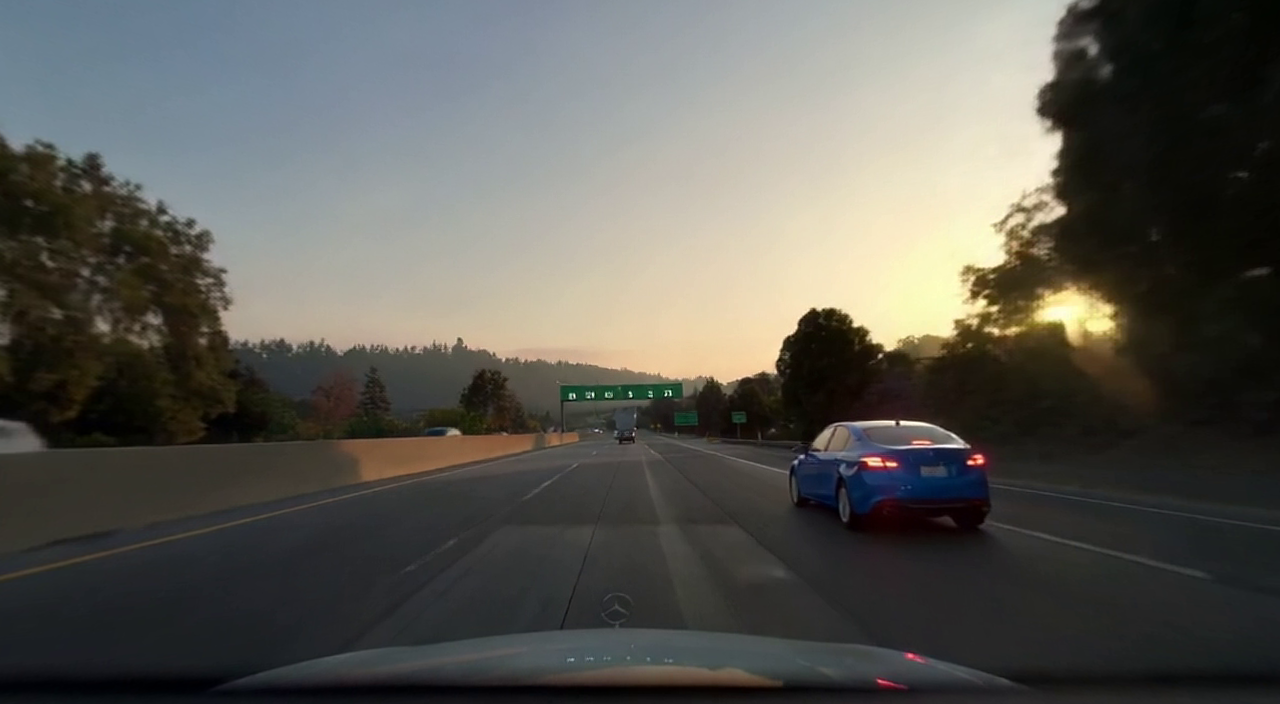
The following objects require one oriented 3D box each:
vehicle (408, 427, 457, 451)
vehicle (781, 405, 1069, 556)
[{"bbox_3d":[-13.727,5.795,41.850,1.890,1.543,4.201,0,-8,-1],"label":"vehicle"},{"bbox_3d":[3.438,1.610,8.605,1.973,1.563,3.959,0,-8,-2],"label":"vehicle"}]
